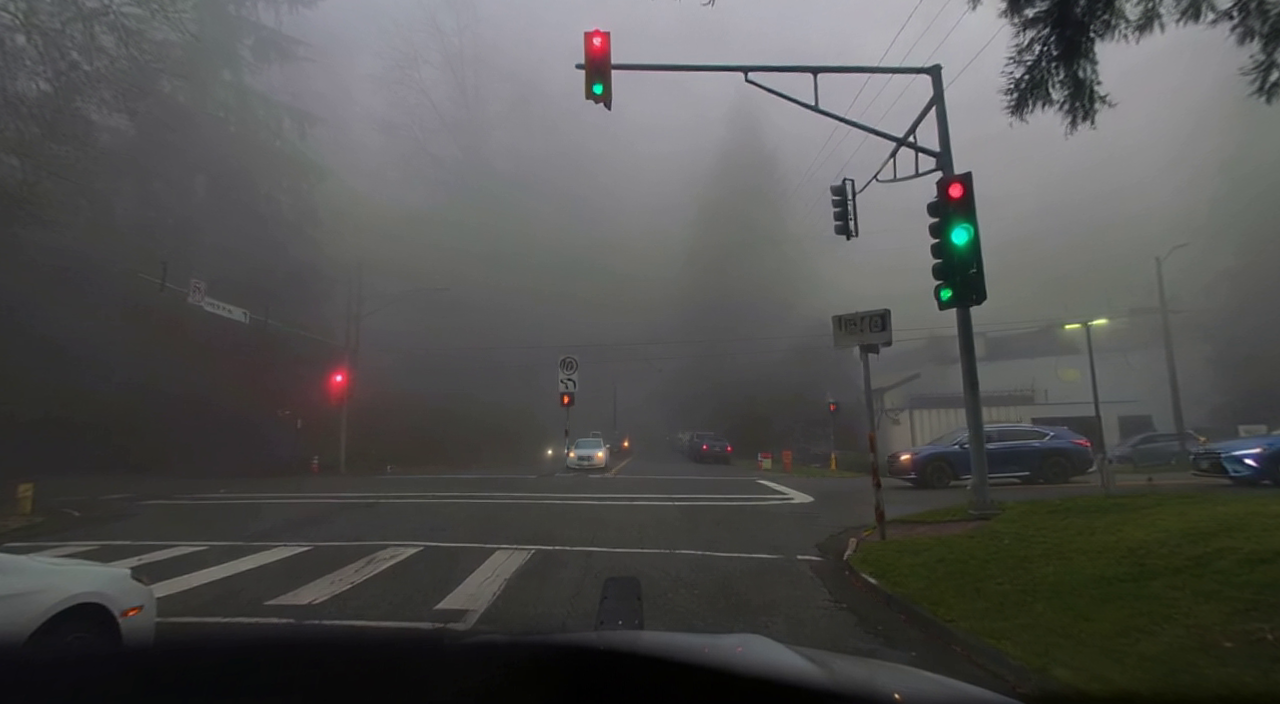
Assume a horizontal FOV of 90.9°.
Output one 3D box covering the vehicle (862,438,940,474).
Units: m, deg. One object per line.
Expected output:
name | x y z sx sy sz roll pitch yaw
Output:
vehicle | 12.403 5.039 30.272 1.922 1.529 3.964 1 -12 -2

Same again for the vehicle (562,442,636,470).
vehicle | -2.441 6.151 37.560 3.991 1.526 1.868 -4 -9 30

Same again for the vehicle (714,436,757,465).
vehicle | 6.930 7.168 46.146 1.491 2.041 2.964 6 -9 -34

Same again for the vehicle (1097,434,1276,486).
vehicle | 16.797 3.316 19.504 3.876 1.512 1.784 0 -8 -2
